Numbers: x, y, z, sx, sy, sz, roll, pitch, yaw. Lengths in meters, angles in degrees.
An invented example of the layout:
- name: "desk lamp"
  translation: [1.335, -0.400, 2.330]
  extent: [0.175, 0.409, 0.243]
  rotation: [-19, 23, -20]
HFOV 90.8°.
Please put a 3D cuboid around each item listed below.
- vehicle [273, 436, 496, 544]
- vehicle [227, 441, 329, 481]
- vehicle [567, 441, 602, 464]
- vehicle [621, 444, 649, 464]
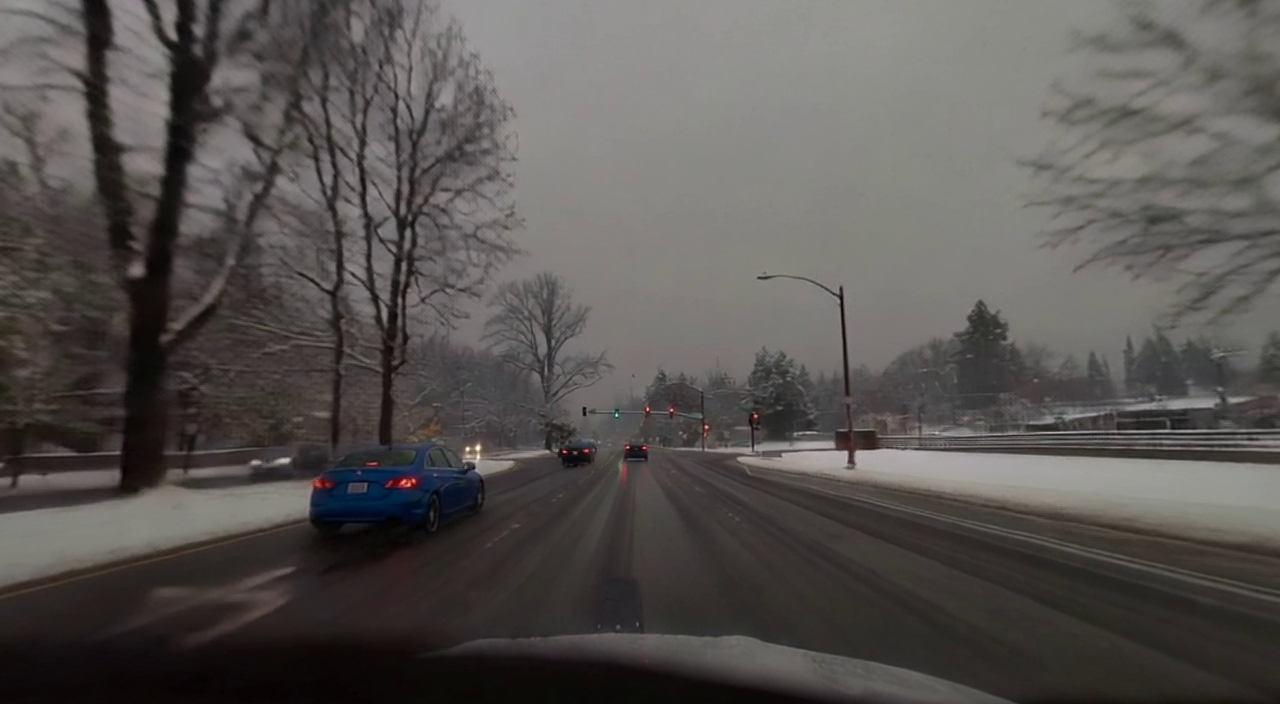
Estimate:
- name: "vehicle"
  translation: [-3.891, 2.163, 10.616]
  extent: [1.905, 1.418, 4.396]
  rotation: [0, -8, 0]
- name: "vehicle"
  translation: [-16.484, 4.969, 29.102]
  extent: [1.973, 1.660, 4.705]
  rotation: [0, -8, -1]
- name: "vehicle"
  translation: [-3.999, 7.364, 46.271]
  extent: [2.103, 1.592, 4.160]
  rotation: [0, -8, 1]
- name: "vehicle"
  translation: [-0.393, 7.642, 47.644]
  extent: [1.991, 1.431, 4.199]
  rotation: [0, -9, -1]
